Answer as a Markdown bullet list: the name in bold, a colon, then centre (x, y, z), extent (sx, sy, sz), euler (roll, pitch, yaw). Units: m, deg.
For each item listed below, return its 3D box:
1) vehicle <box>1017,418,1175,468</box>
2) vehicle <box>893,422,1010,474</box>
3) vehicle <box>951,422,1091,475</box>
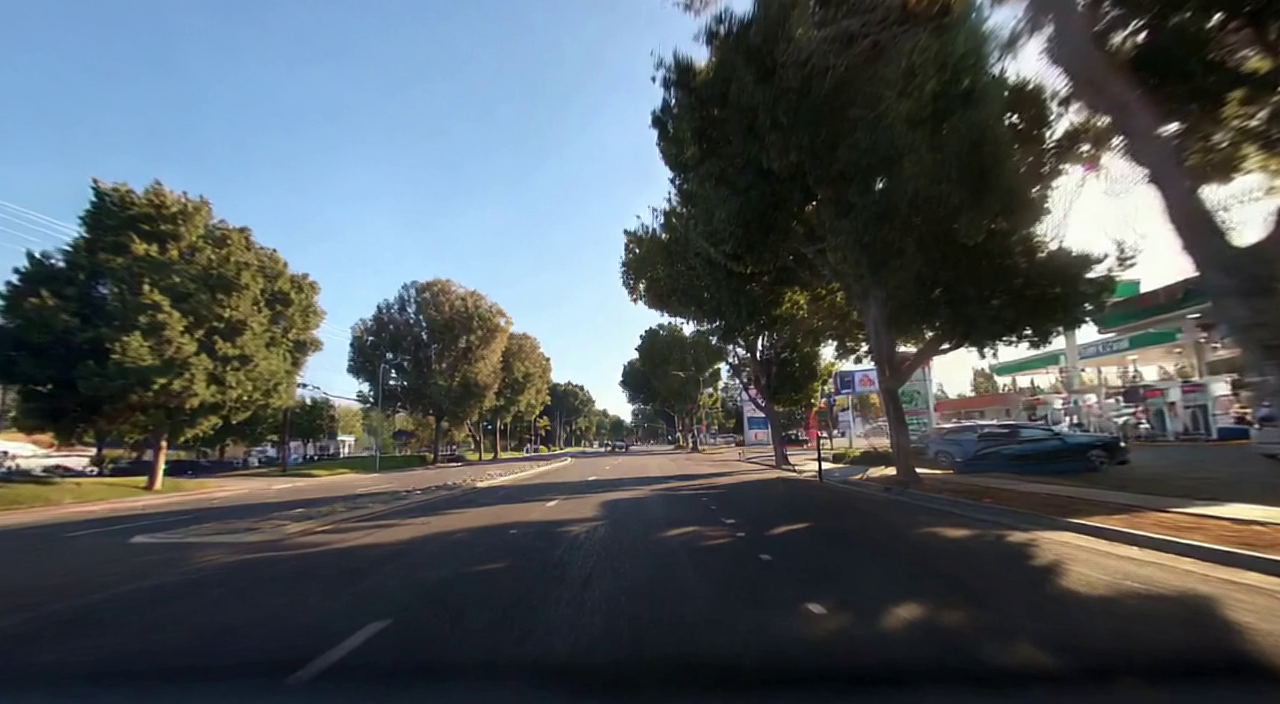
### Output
- **vehicle**: centre (15.081, 3.072, 21.260), extent (1.804, 1.483, 4.690), euler (0, -8, -1)
- **vehicle**: centre (12.408, 3.876, 25.614), extent (1.983, 1.727, 5.085), euler (-4, -8, -1)
- **vehicle**: centre (12.115, 3.116, 20.448), extent (1.812, 1.517, 4.424), euler (0, -8, 1)
